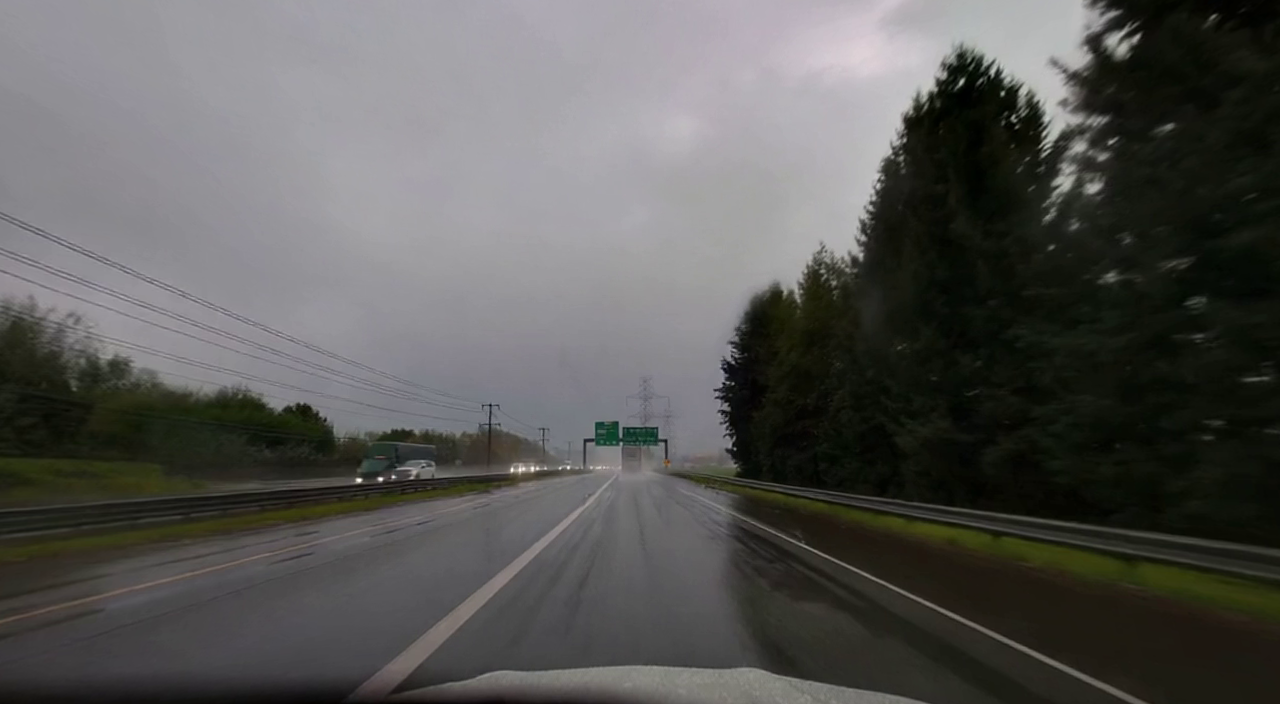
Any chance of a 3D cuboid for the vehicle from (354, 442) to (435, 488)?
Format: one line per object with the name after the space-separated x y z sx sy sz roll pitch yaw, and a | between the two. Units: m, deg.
-16.896 7.888 43.956 2.646 2.925 7.512 1 -10 -1 | vehicle
